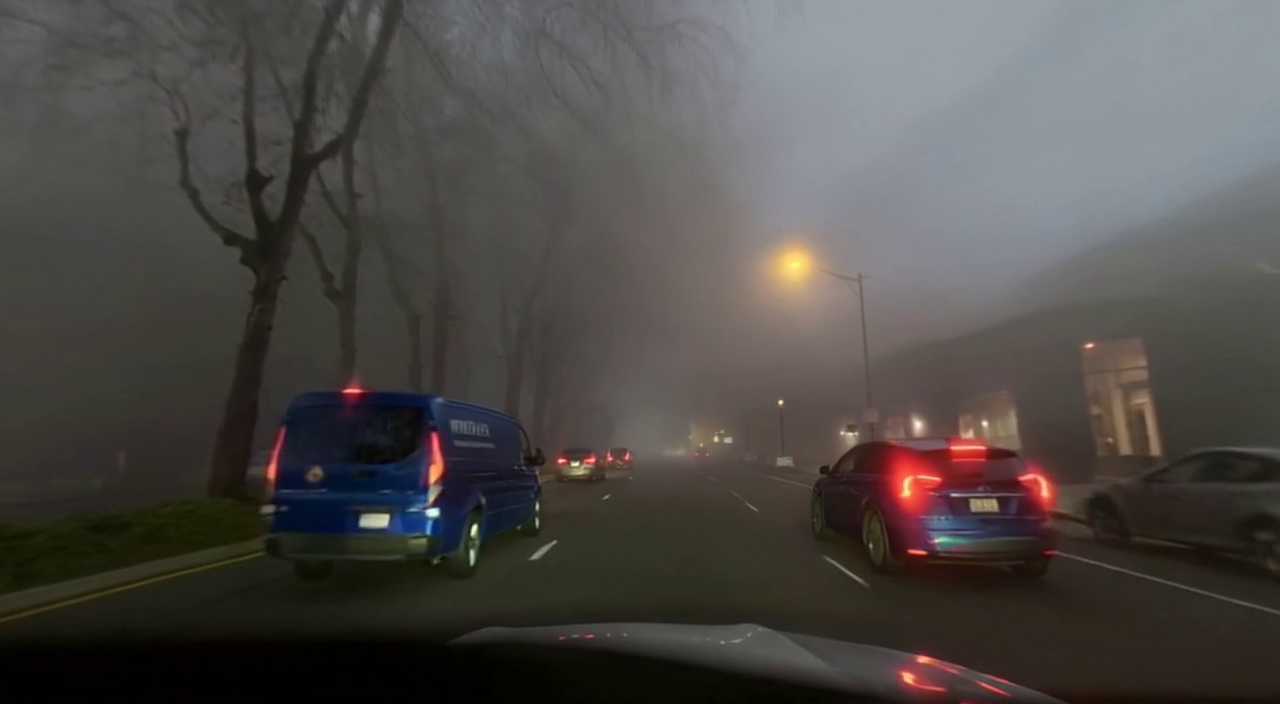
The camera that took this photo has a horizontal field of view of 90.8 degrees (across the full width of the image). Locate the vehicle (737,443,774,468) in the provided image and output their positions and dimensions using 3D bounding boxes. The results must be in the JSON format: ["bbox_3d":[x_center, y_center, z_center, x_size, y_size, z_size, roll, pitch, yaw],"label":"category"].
[{"bbox_3d":[8.768,7.893,48.315,2.017,1.745,4.670,0,-9,1],"label":"vehicle"}]

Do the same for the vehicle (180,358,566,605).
[{"bbox_3d":[-2.692,1.542,8.431,2.490,2.153,5.594,0,-9,2],"label":"vehicle"}]

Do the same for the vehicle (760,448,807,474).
[{"bbox_3d":[8.423,6.407,37.468,1.896,1.442,4.305,0,-9,2],"label":"vehicle"}]

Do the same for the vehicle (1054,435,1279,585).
[{"bbox_3d":[7.350,1.759,7.556,1.896,1.479,4.416,0,-9,2],"label":"vehicle"}]

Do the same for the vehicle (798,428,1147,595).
[{"bbox_3d":[3.579,1.790,8.053,2.021,1.491,4.563,0,-9,1],"label":"vehicle"}]

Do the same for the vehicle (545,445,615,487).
[{"bbox_3d":[-2.176,4.310,24.260,2.060,1.466,4.387,-1,-9,3],"label":"vehicle"}]
